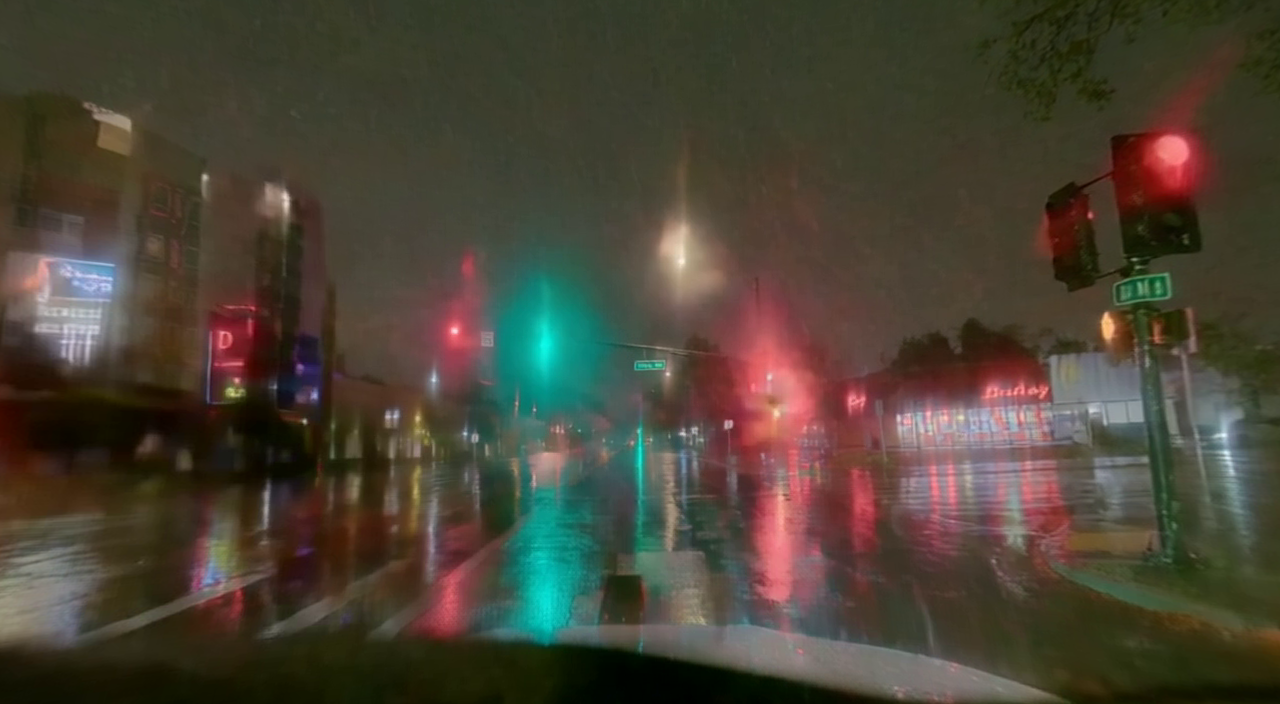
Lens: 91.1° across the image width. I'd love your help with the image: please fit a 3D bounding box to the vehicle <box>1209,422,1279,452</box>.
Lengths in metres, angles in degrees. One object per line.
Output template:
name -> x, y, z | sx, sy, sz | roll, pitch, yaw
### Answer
vehicle -> 35.321, 4.737, 35.345 | 4.493, 1.453, 1.849 | -4, -9, 2
